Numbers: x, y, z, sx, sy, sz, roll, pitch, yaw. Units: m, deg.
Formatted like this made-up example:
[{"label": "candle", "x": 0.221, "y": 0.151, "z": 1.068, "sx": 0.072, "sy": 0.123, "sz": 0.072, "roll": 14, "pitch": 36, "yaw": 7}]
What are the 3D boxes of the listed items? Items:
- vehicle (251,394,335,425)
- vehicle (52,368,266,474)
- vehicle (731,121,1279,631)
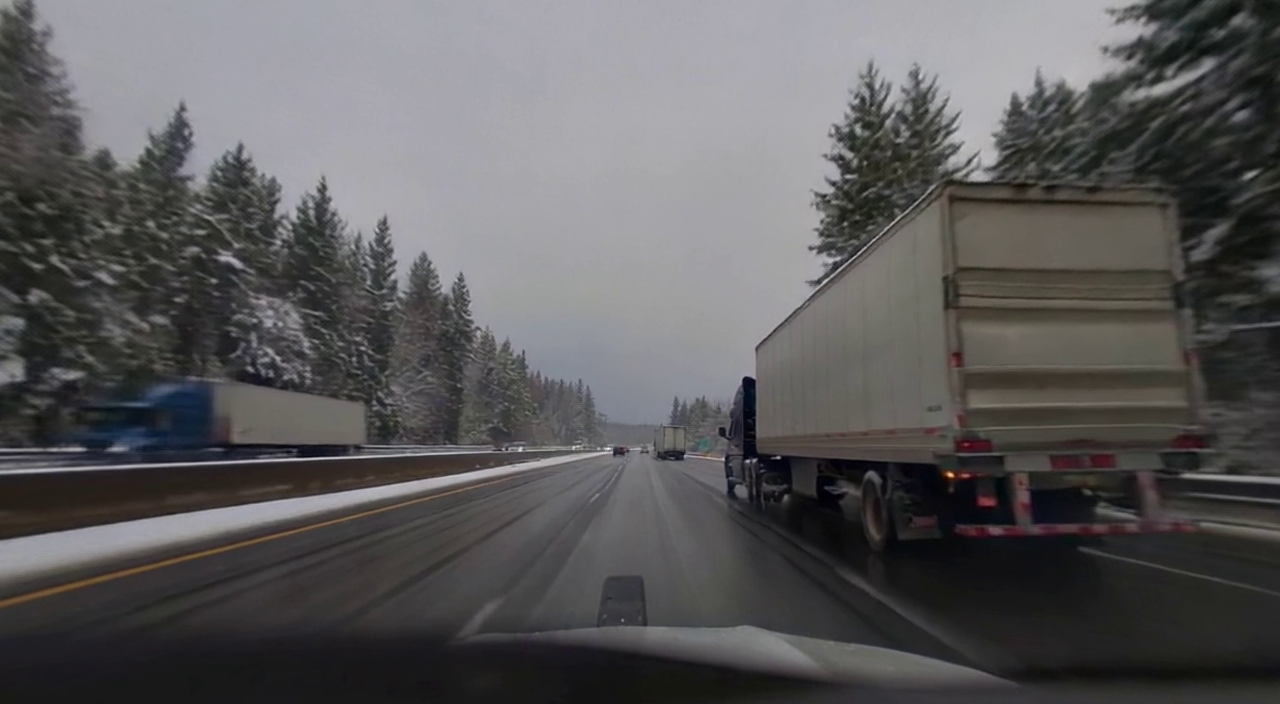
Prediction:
[{"label": "vehicle", "x": -19.257, "y": 3.278, "z": 35.200, "sx": 2.152, "sy": 1.412, "sz": 4.348, "roll": 0, "pitch": -9, "yaw": 0}, {"label": "vehicle", "x": -19.366, "y": 3.024, "z": 26.243, "sx": 2.936, "sy": 3.776, "sz": 7.343, "roll": 0, "pitch": -9, "yaw": 0}, {"label": "vehicle", "x": 4.146, "y": 1.096, "z": 11.527, "sx": 2.950, "sy": 4.033, "sz": 13.276, "roll": 0, "pitch": -9, "yaw": 0}]
